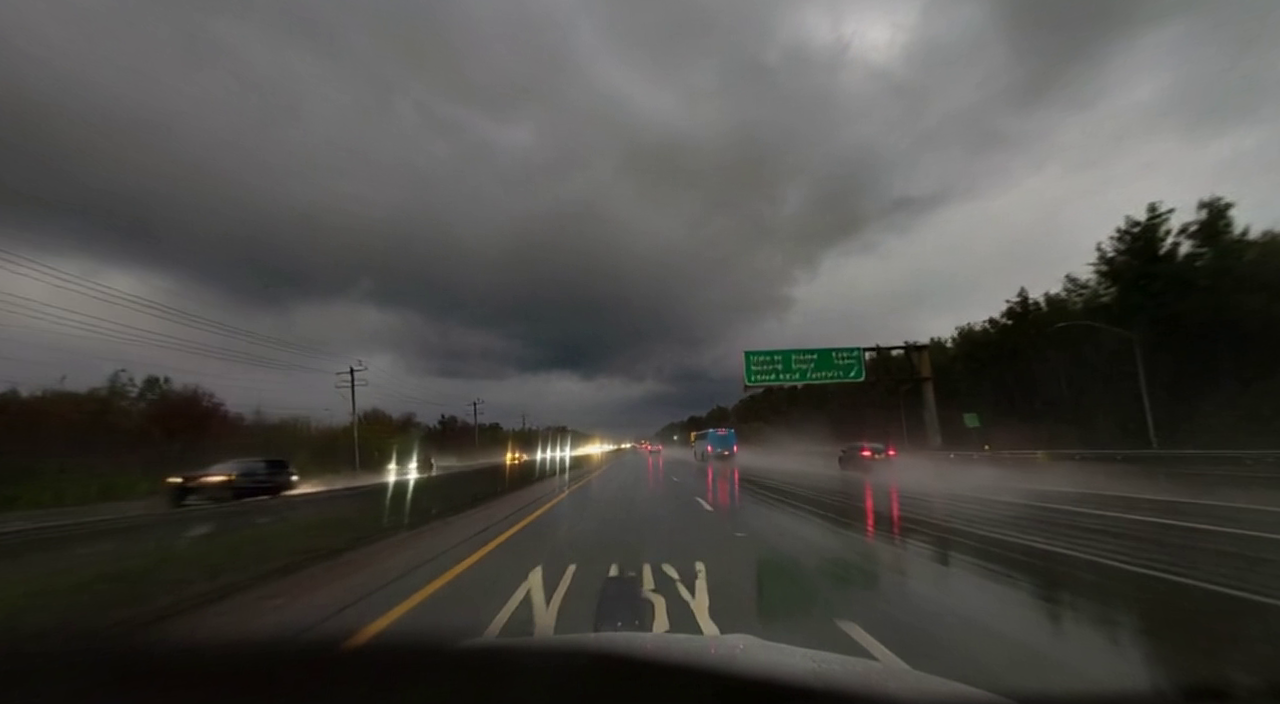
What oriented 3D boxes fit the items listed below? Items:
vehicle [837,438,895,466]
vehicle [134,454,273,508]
[{"bbox_3d":[14.631,6.502,40.979,2.079,1.688,4.544,0,-9,0],"label":"vehicle"},{"bbox_3d":[-16.429,4.834,24.066,1.971,1.761,4.682,0,-9,-1],"label":"vehicle"}]
